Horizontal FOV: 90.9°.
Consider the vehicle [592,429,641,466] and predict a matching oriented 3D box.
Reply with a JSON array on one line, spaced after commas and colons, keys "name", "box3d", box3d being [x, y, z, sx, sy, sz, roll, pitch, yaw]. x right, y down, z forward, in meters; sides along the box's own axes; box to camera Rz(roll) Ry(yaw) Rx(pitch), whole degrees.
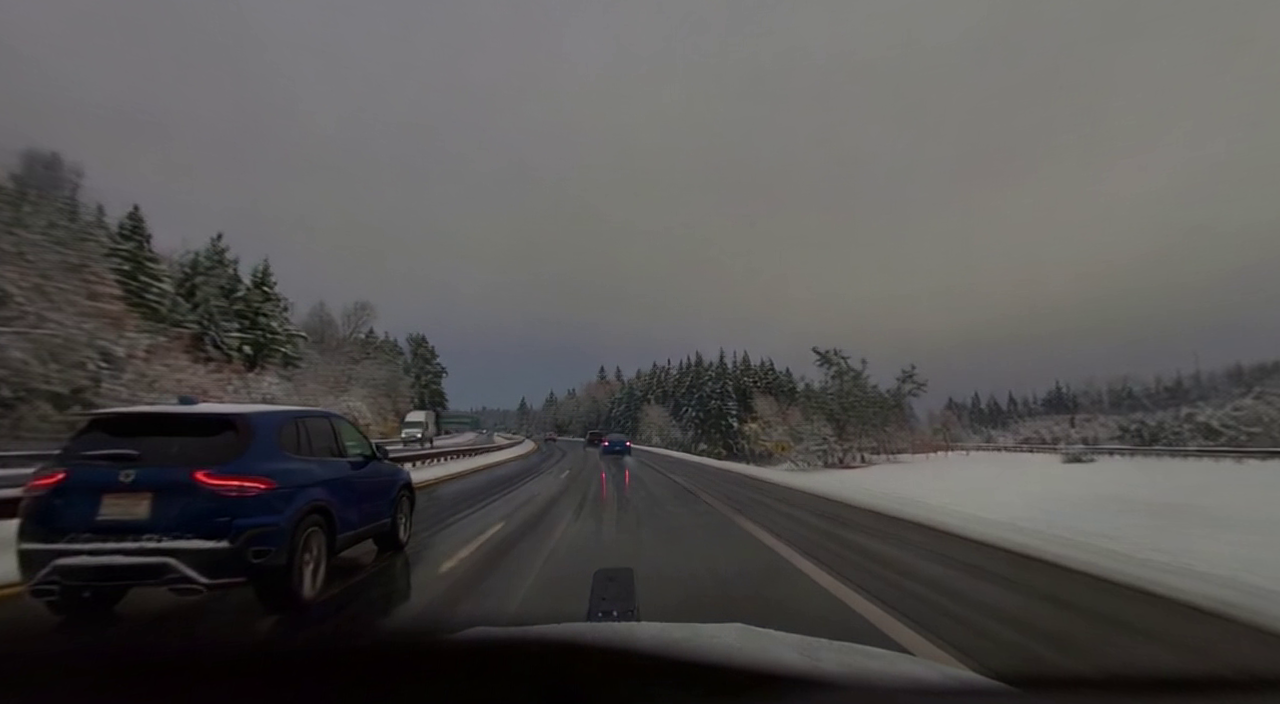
[{"name": "vehicle", "box3d": [-1.308, 5.096, 33.794, 2.452, 1.857, 4.022, 1, -8, -4]}]

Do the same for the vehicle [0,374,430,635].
[{"name": "vehicle", "box3d": [-4.129, 1.409, 6.930, 2.053, 1.847, 4.760, 0, -8, -1]}]
